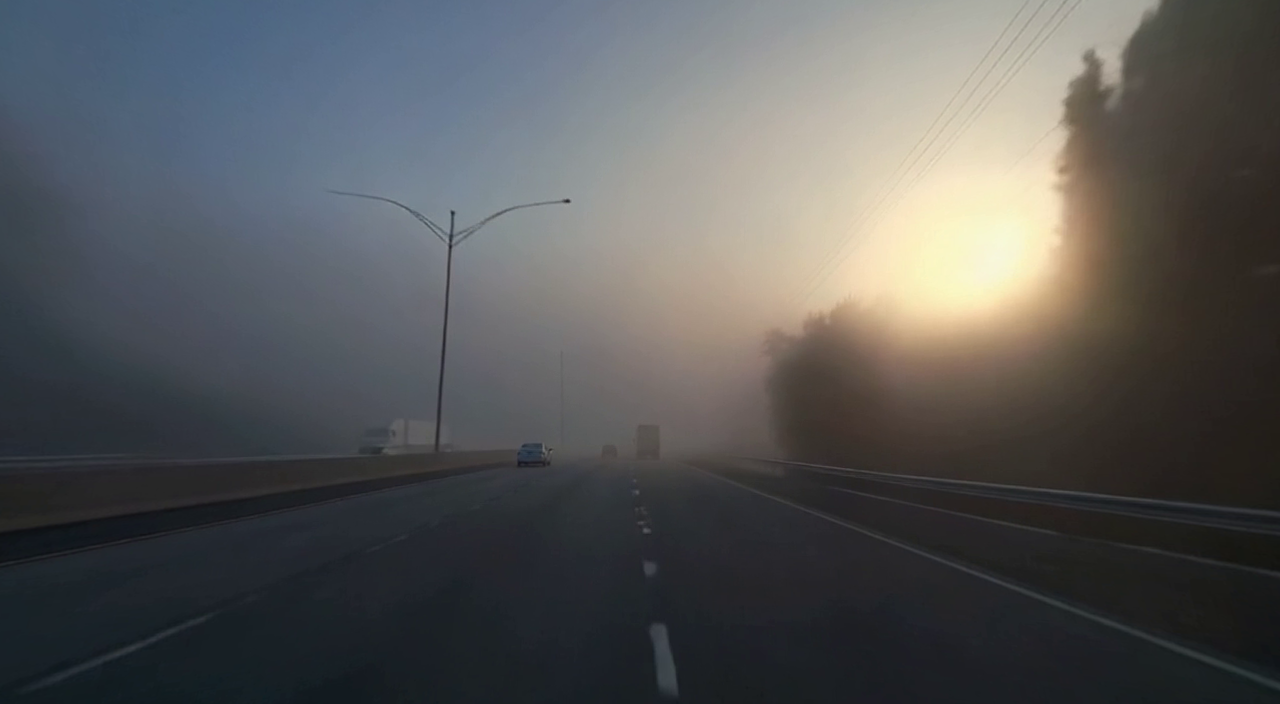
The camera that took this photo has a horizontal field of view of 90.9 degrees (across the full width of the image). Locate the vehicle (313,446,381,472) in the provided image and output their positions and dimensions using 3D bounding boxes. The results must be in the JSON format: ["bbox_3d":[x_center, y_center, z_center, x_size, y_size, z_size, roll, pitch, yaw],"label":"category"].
[{"bbox_3d":[-17.803,6.485,38.528,2.068,1.466,4.469,0,-8,-1],"label":"vehicle"}]

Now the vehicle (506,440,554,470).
[{"bbox_3d":[-6.408,6.021,37.103,2.064,1.642,4.389,0,-8,0],"label":"vehicle"}]
